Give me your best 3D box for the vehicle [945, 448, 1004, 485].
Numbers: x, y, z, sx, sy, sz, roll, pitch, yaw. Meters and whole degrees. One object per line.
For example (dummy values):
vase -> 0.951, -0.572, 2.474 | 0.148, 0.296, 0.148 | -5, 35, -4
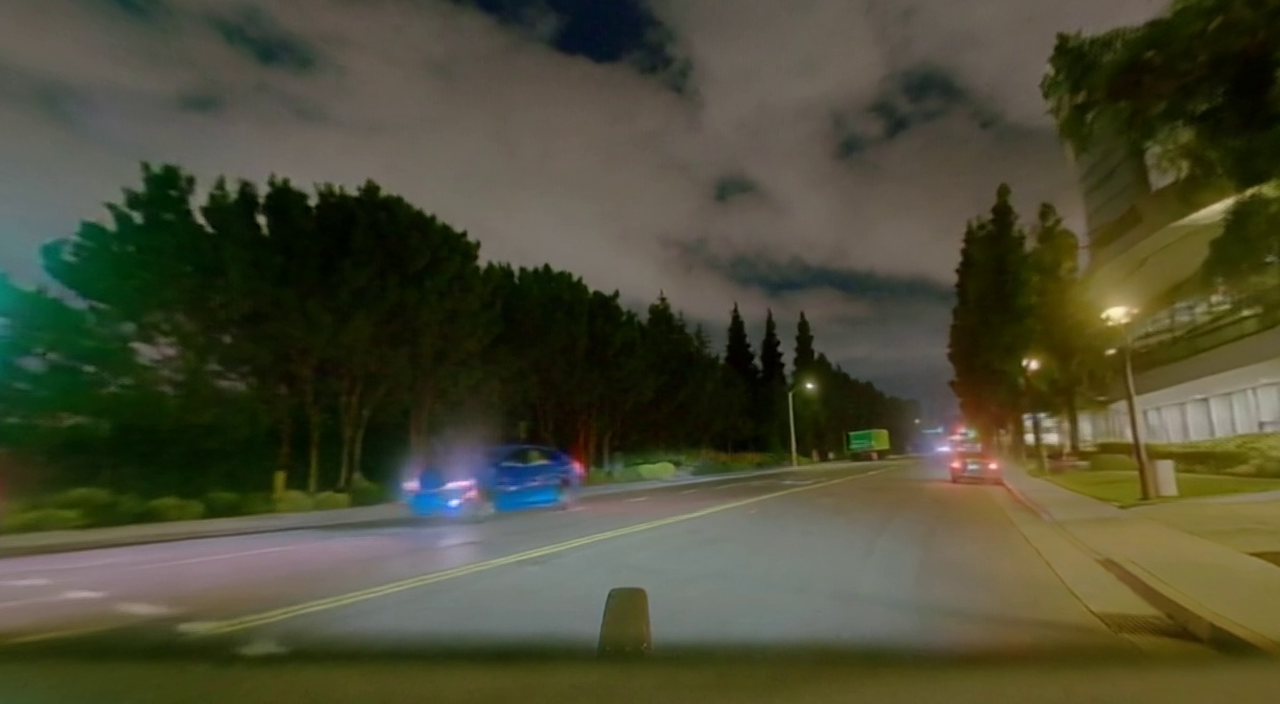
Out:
vehicle -> 15.198, 5.200, 28.875 | 2.098, 1.509, 4.389 | -4, -10, 25

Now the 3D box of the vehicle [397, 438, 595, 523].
vehicle -> -3.218, 2.997, 15.240 | 2.145, 1.687, 4.662 | -4, -10, 26
